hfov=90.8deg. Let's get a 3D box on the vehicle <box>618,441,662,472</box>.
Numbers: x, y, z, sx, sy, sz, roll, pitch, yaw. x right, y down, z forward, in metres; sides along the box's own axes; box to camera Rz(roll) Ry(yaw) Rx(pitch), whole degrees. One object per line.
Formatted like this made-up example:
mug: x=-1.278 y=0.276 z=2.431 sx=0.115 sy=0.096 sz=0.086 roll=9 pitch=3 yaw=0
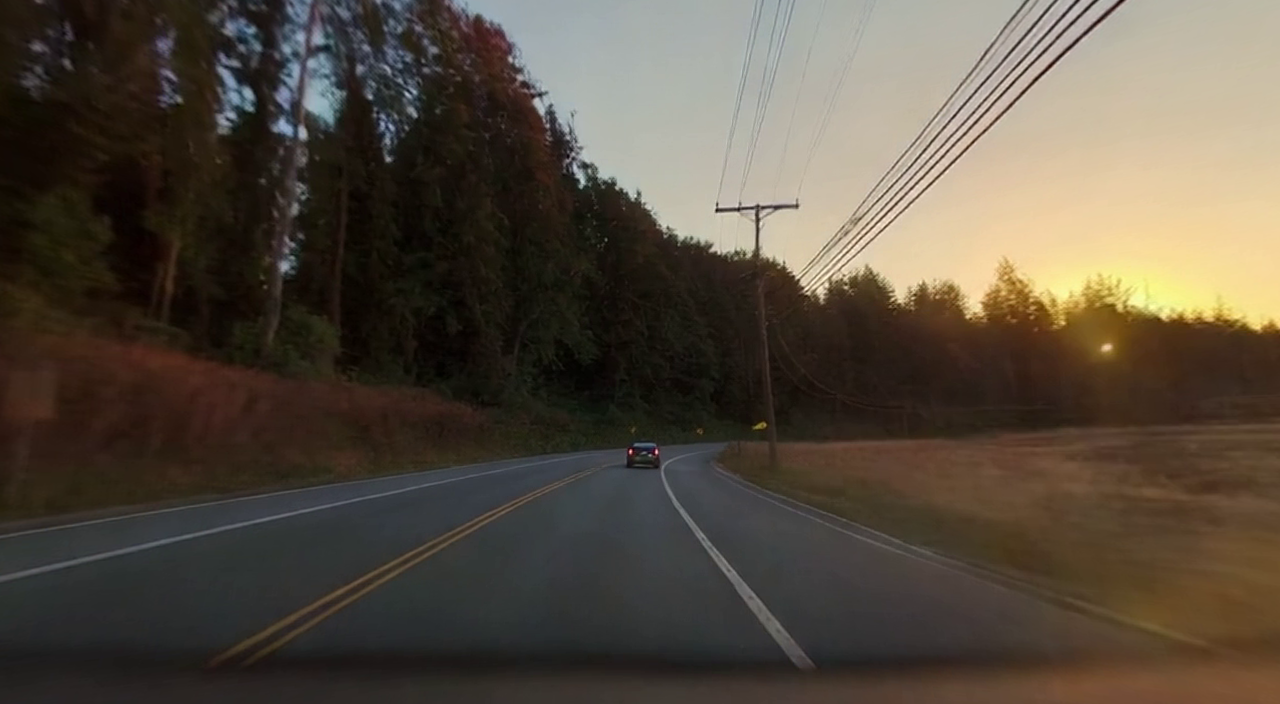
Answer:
vehicle: x=0.081 y=5.524 z=33.479 sx=2.059 sy=1.524 sz=3.963 roll=-1 pitch=-9 yaw=4
